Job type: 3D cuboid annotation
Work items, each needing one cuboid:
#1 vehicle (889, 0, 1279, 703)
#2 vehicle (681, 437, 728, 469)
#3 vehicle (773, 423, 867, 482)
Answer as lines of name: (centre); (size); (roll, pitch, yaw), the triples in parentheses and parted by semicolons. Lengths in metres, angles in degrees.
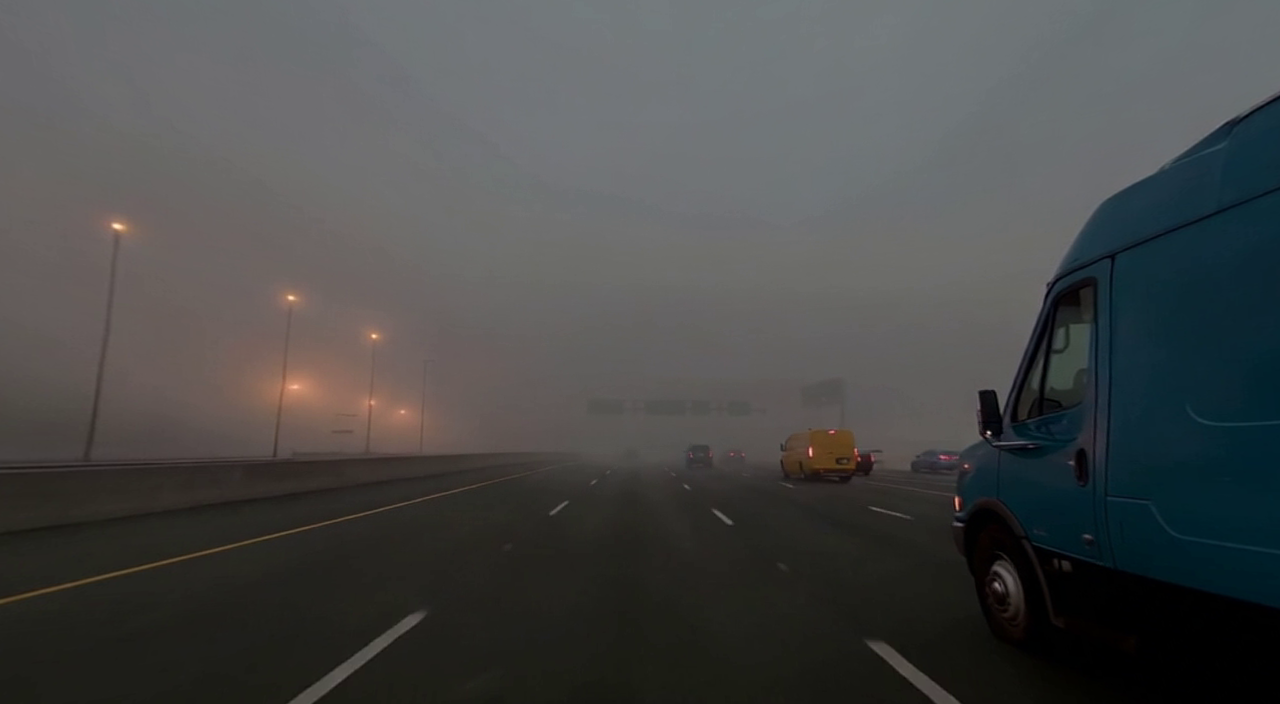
vehicle: (3.173, 0.150, 1.286); (2.436, 2.745, 7.034); (0, -8, 0)
vehicle: (4.222, 6.701, 42.212); (2.464, 1.961, 5.520); (0, -8, -1)
vehicle: (7.326, 4.177, 26.397); (2.301, 2.203, 5.419); (0, -8, 0)
